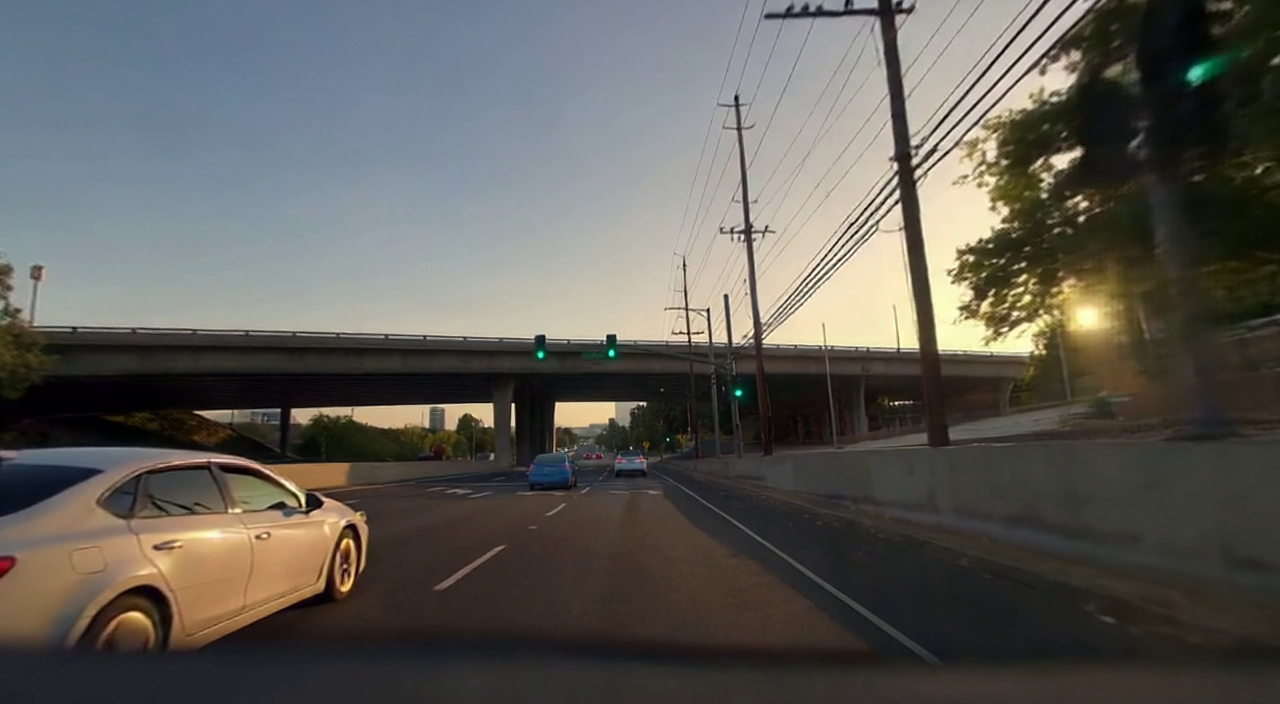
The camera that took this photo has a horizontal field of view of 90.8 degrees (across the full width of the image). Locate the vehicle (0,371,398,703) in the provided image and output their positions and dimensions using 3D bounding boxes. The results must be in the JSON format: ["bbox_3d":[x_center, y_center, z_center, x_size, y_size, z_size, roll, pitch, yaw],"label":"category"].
[{"bbox_3d":[-3.504,1.200,4.402,1.925,1.666,4.271,0,-8,0],"label":"vehicle"}]

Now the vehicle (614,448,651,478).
[{"bbox_3d":[-0.443,6.328,36.221,1.985,1.565,3.968,0,-8,-1],"label":"vehicle"}]

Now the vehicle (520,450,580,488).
[{"bbox_3d":[-3.778,4.976,27.167,1.946,1.437,4.154,0,-8,0],"label":"vehicle"}]
